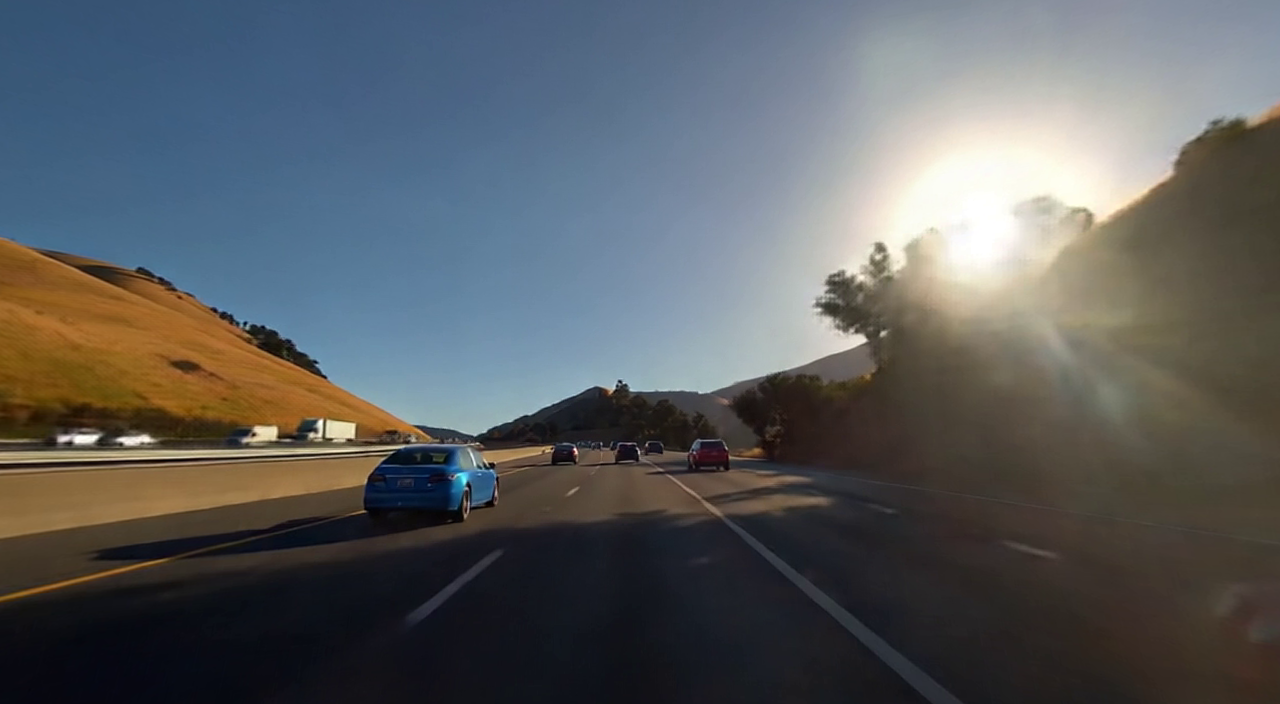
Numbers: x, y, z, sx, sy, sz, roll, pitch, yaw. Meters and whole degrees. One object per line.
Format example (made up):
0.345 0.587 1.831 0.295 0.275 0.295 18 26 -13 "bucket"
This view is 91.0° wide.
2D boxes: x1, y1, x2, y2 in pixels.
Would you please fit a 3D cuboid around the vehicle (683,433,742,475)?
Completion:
3.398 4.897 30.458 2.222 1.820 4.733 0 -9 0 "vehicle"

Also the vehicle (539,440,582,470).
-4.132 5.398 33.237 1.796 1.464 3.839 0 -9 0 "vehicle"

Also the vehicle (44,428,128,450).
-39.419 6.231 44.948 1.790 1.511 4.734 1 -8 -2 "vehicle"

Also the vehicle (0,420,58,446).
-43.664 5.609 43.541 1.931 1.703 5.272 1 -8 -2 "vehicle"

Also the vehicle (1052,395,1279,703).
3.445 0.759 1.224 2.136 1.511 4.706 0 -9 1 "vehicle"

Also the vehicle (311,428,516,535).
-3.679 2.175 11.196 1.993 1.500 4.248 0 -9 1 "vehicle"

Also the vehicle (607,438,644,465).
-0.880 6.250 39.520 2.147 1.572 4.094 0 -9 0 "vehicle"
